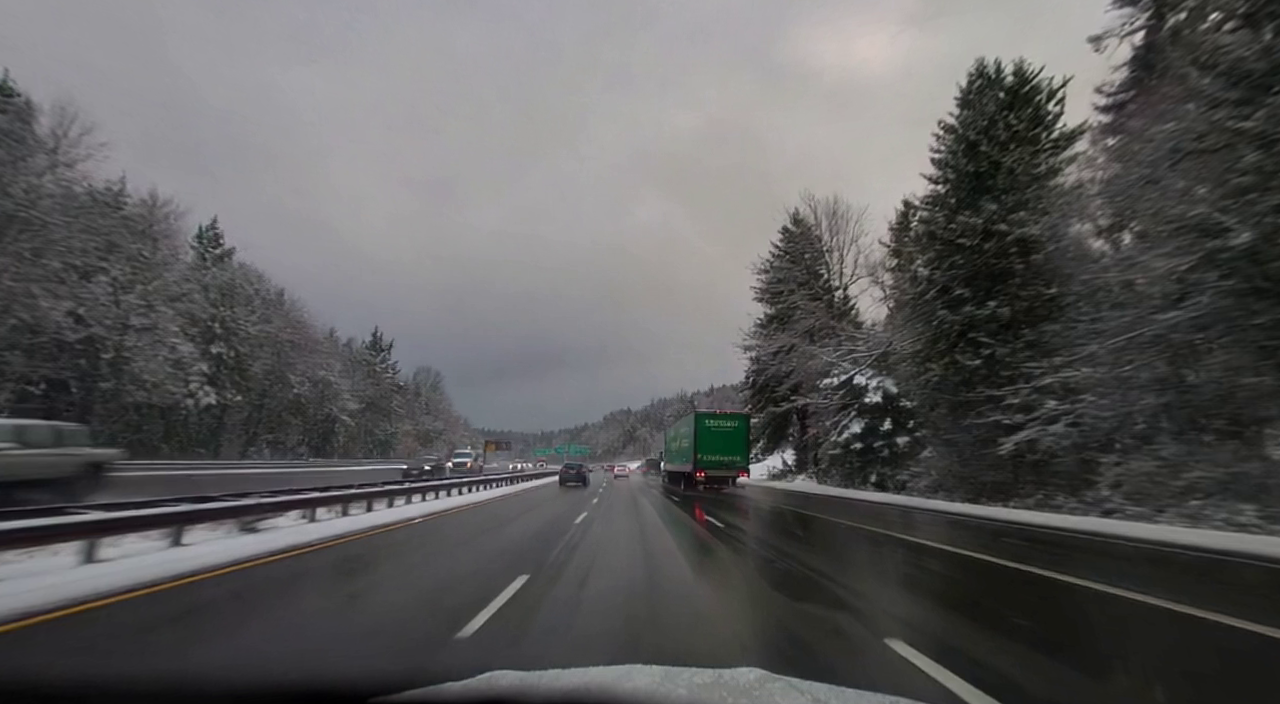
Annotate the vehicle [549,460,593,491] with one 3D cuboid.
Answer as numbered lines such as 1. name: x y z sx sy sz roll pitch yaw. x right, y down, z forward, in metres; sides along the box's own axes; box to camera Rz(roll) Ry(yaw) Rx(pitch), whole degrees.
1. vehicle: -4.052 7.351 37.715 2.155 1.667 4.615 1 -10 -1

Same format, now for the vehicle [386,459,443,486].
1. vehicle: -13.274 7.139 37.335 1.822 1.472 4.364 1 -10 -1

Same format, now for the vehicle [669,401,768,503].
1. vehicle: 3.652 5.510 33.883 2.992 4.300 13.967 1 -10 -2
